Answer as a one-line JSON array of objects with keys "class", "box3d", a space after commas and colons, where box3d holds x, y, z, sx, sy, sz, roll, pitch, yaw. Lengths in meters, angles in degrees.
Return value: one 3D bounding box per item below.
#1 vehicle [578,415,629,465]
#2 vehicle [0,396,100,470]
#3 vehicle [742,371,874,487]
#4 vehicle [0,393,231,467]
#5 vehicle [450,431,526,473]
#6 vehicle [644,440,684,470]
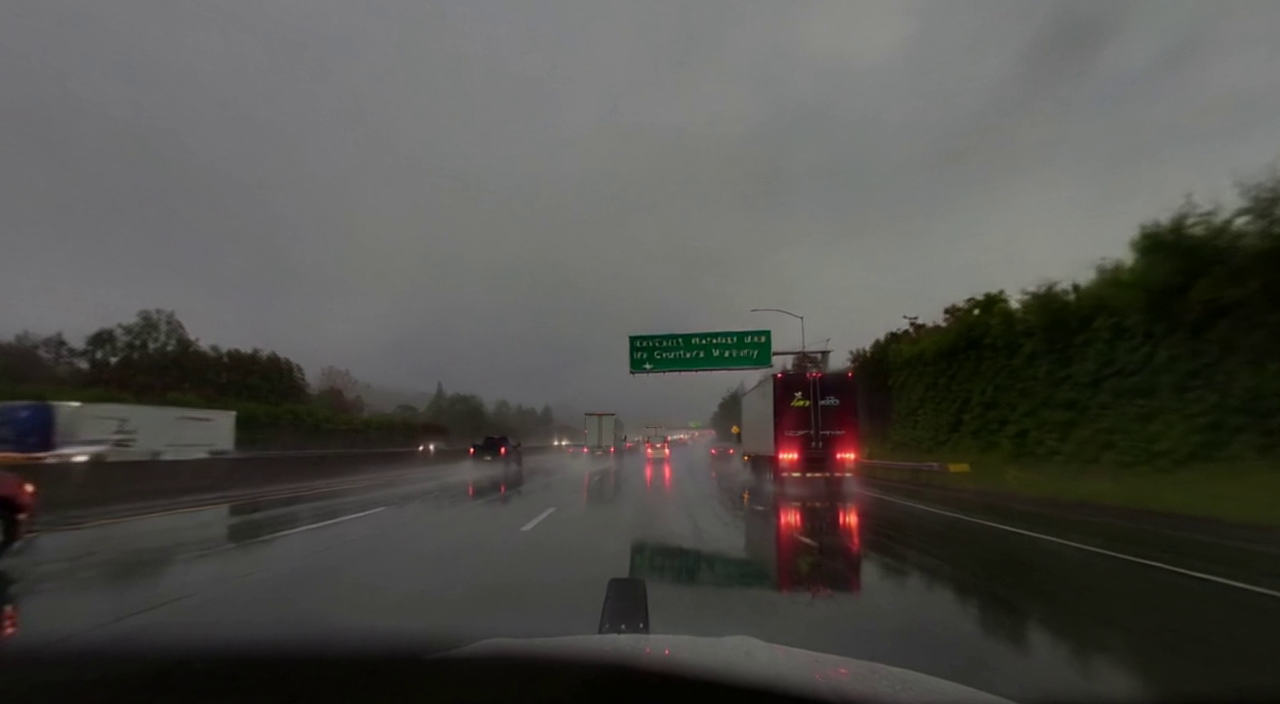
[{"class": "vehicle", "box3d": [-2.390, 6.195, 44.281, 2.745, 3.156, 7.608, 0, -8, 3]}, {"class": "vehicle", "box3d": [-35.057, 4.615, 35.400, 3.071, 3.852, 6.737, 0, -8, 2]}, {"class": "vehicle", "box3d": [5.670, 2.879, 22.836, 2.895, 3.484, 7.631, 0, -8, 2]}, {"class": "vehicle", "box3d": [-34.837, 5.565, 43.400, 2.919, 4.193, 15.356, 0, -9, 1]}, {"class": "vehicle", "box3d": [-7.203, 4.823, 30.552, 2.272, 1.850, 5.156, 0, -8, 1]}, {"class": "vehicle", "box3d": [1.258, 5.622, 34.656, 2.105, 1.502, 4.068, 0, -8, 0]}]
